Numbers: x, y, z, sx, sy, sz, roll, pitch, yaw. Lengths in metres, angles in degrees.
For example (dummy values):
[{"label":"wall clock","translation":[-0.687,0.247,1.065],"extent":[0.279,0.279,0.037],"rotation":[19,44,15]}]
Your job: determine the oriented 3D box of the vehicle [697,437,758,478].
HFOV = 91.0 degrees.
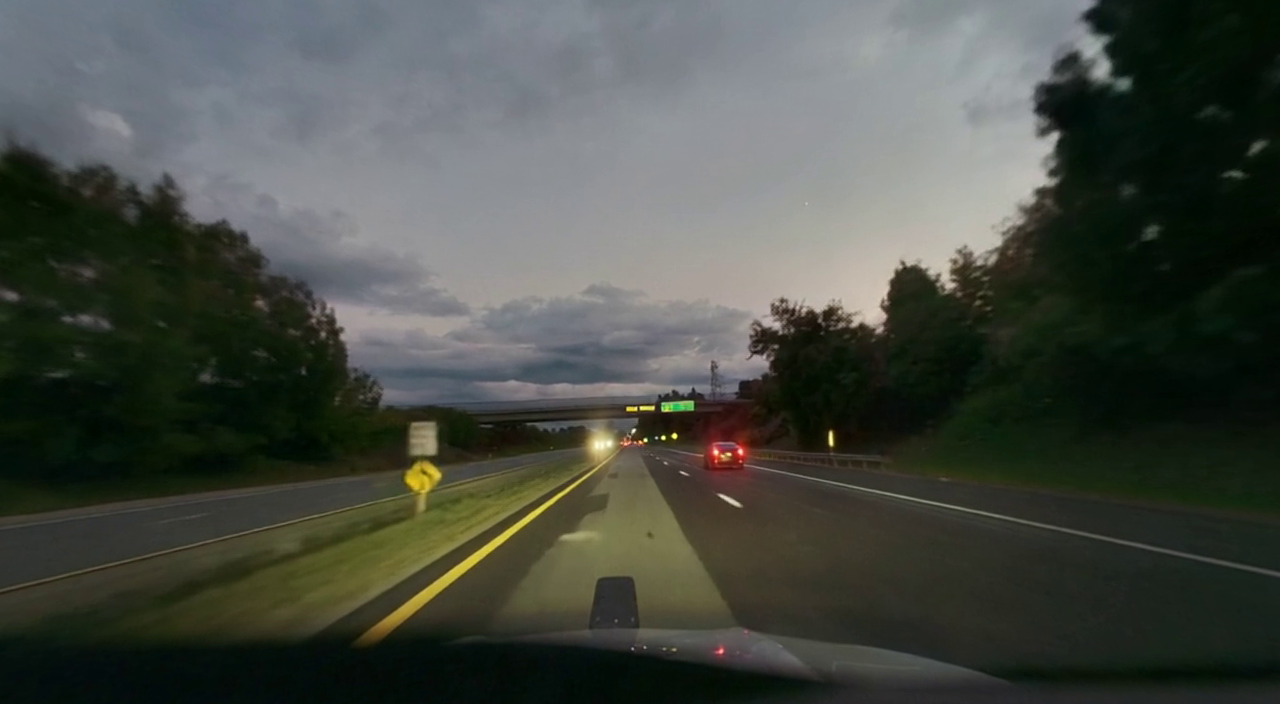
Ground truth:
[{"label":"vehicle","translation":[3.376,4.118,24.885],"extent":[1.781,1.470,3.540],"rotation":[0,-8,-2]}]
